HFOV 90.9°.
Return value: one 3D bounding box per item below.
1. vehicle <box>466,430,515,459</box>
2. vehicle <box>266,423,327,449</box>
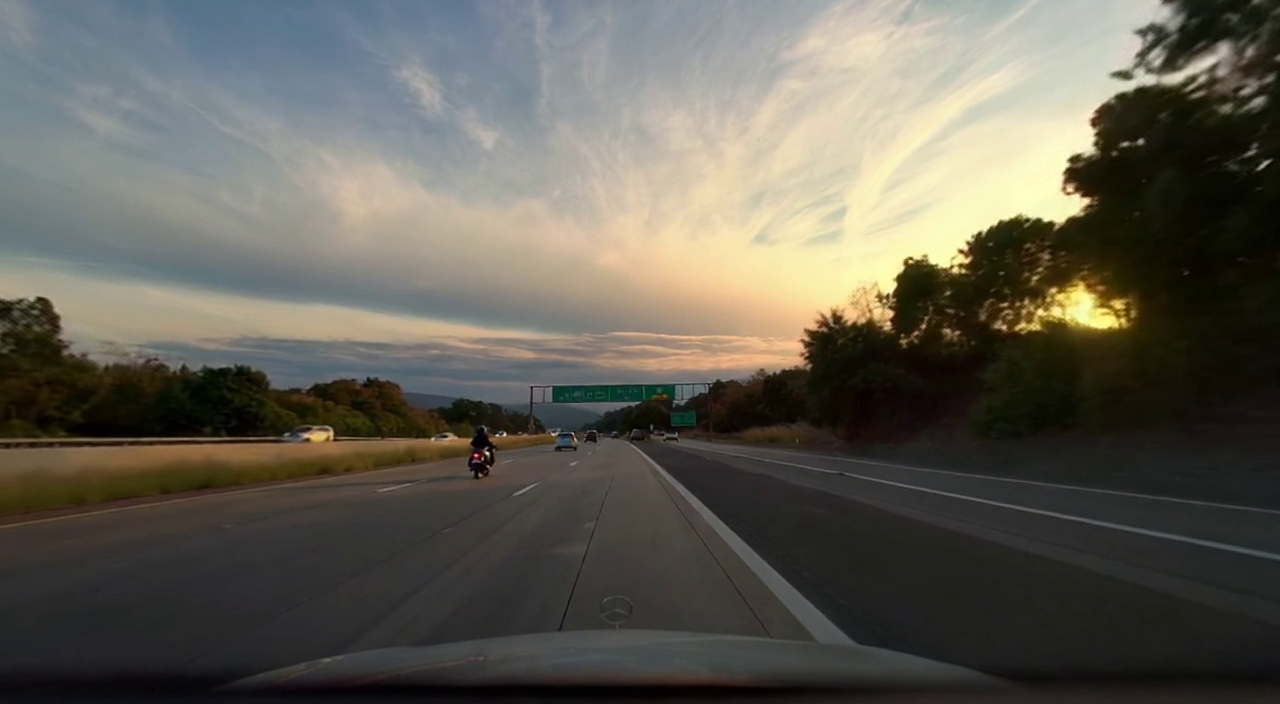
[{"bbox_3d":[-8.706,5.422,37.007,1.965,1.605,4.115,0,-8,-1],"label":"vehicle"},{"bbox_3d":[-25.166,6.190,46.341,1.973,1.775,4.515,0,-8,-2],"label":"vehicle"}]
